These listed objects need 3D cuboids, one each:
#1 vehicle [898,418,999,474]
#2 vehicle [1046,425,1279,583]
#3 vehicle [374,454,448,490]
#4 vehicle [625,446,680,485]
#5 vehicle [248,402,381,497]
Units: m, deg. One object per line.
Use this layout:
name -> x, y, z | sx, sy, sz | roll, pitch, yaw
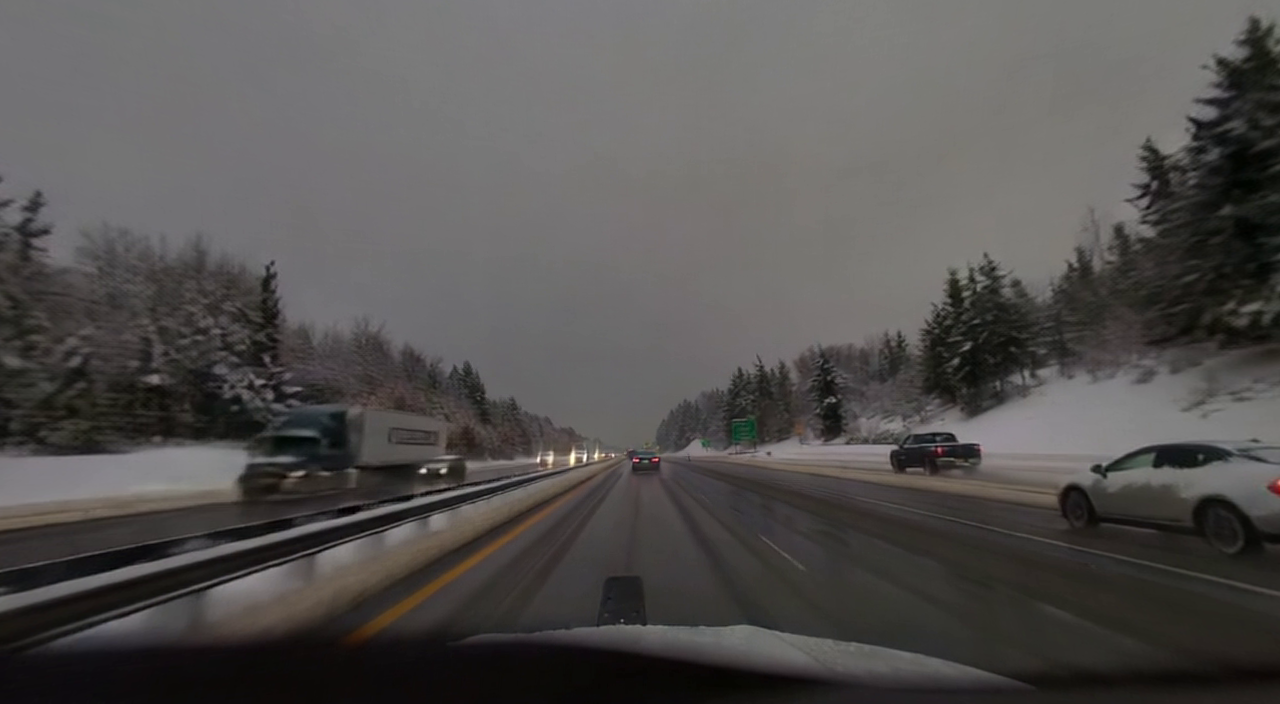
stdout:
vehicle -> 14.674, 4.555, 30.399 | 2.115, 2.446, 5.323 | 0, -9, 0
vehicle -> 7.152, 1.625, 7.110 | 1.977, 1.502, 4.670 | 0, -9, -1
vehicle -> -11.255, 5.915, 31.295 | 2.090, 1.604, 4.087 | 0, -9, 1
vehicle -> 0.518, 4.826, 27.102 | 2.177, 1.520, 4.278 | 0, -9, 0
vehicle -> -15.096, 4.598, 29.870 | 2.978, 4.012, 5.911 | 0, -9, 0
